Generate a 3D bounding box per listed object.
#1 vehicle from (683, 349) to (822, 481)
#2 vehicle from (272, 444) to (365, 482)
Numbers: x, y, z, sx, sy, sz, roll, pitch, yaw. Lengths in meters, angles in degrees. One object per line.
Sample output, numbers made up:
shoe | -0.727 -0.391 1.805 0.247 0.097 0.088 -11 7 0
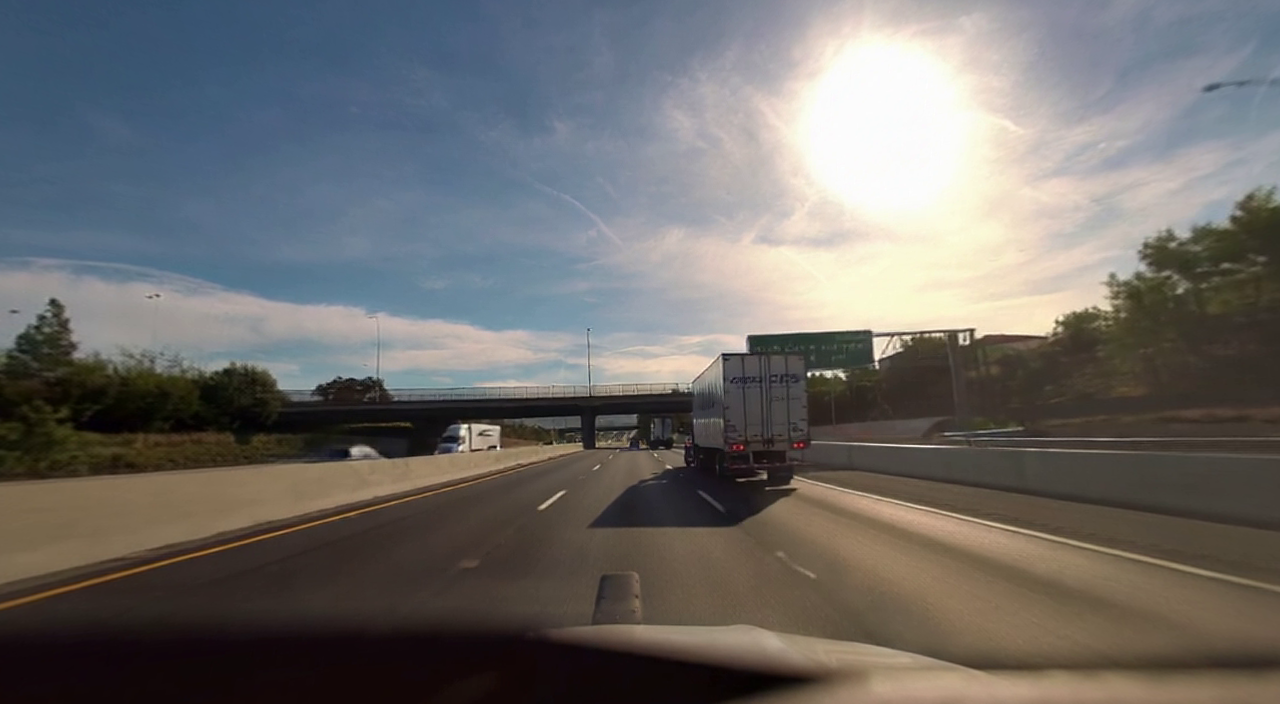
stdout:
vehicle | 3.951 2.955 26.816 2.976 4.064 14.619 0 -8 -1
vehicle | -13.542 4.674 26.807 1.901 1.468 3.912 0 -8 0
